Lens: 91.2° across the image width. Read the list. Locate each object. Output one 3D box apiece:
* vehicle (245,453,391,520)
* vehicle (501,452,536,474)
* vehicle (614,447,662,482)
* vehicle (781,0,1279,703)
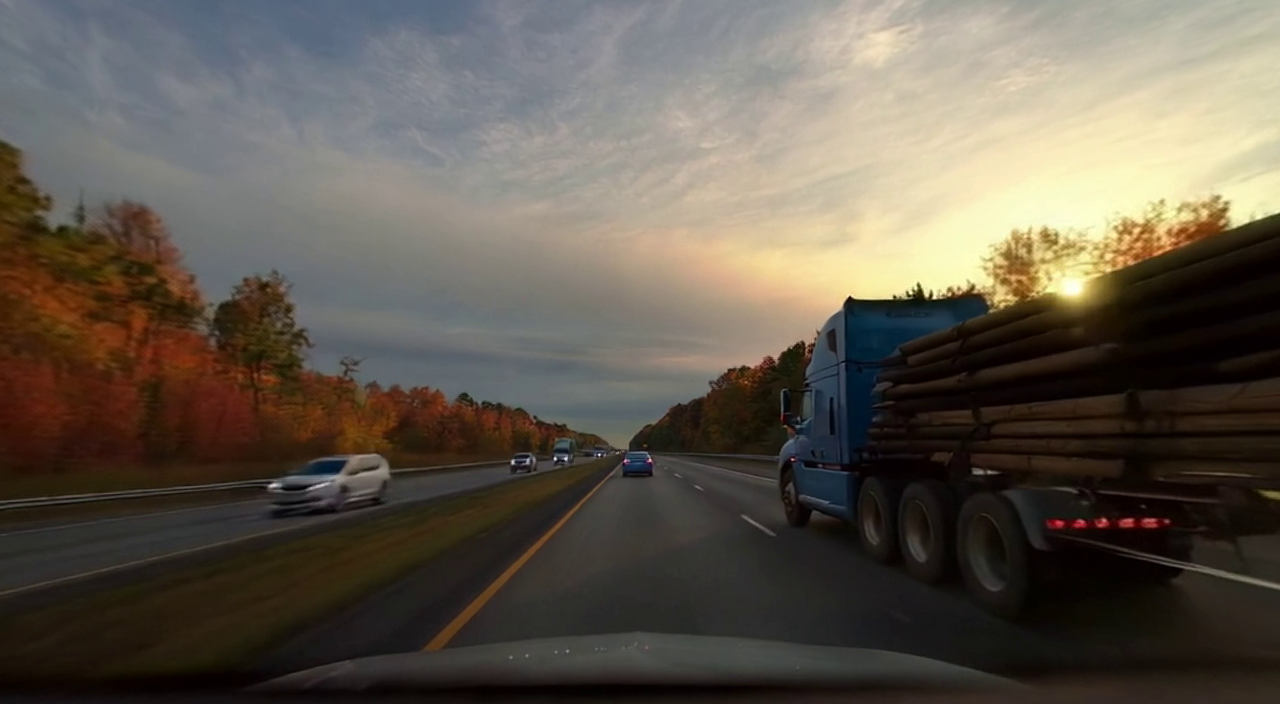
[{"bbox_3d":[-8.810,3.666,17.601,1.916,1.572,4.056,-1,-9,0],"label":"vehicle"},{"bbox_3d":[-9.325,8.539,48.280,1.871,1.595,4.052,-1,-9,0],"label":"vehicle"},{"bbox_3d":[-0.124,5.230,29.447,2.099,1.506,4.097,0,-9,-1],"label":"vehicle"},{"bbox_3d":[4.225,0.265,6.187,2.996,3.942,10.600,0,-9,-1],"label":"vehicle"}]
